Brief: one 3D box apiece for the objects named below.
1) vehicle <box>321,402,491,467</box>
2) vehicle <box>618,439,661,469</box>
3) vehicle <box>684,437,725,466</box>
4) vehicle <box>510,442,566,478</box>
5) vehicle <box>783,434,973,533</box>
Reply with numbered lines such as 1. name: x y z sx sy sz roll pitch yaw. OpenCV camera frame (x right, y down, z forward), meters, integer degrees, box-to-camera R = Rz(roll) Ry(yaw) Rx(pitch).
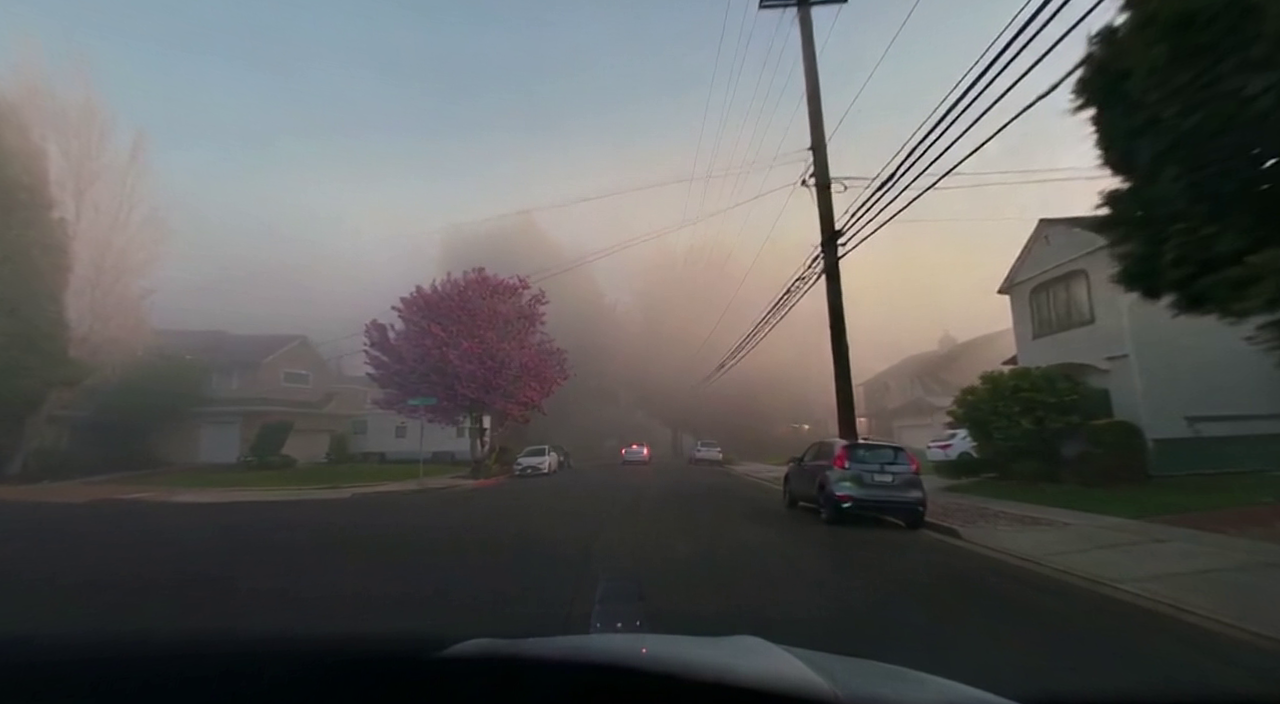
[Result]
1. vehicle: -12.913 4.656 35.423 8.239 3.354 2.902 1 -9 1
2. vehicle: 0.050 5.385 33.510 2.075 1.449 4.526 0 -8 2
3. vehicle: 4.013 6.264 39.933 2.103 1.679 4.386 0 -8 0
4. vehicle: -4.758 5.097 30.158 1.874 1.413 4.442 0 -6 1
5. vehicle: 4.248 2.391 12.184 2.058 1.535 4.323 0 -8 1
